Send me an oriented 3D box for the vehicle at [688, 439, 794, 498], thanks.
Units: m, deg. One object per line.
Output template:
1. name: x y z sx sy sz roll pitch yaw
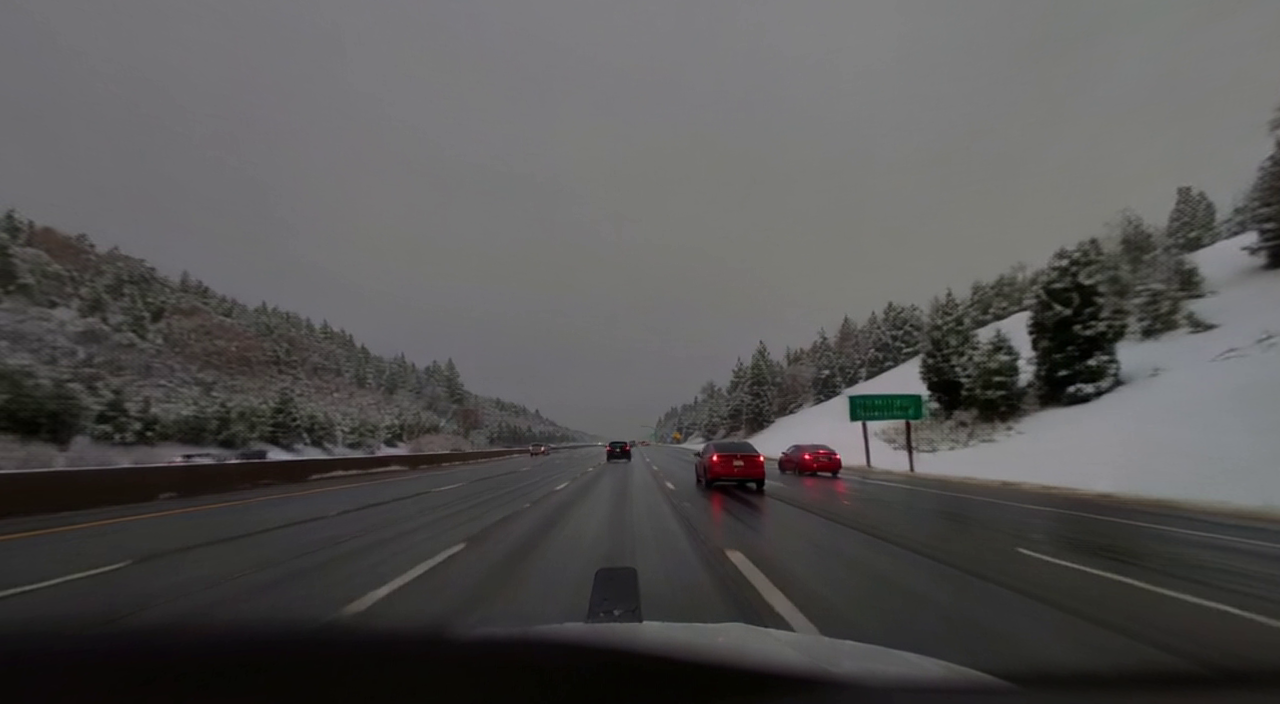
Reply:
1. vehicle: 2.769 3.328 18.572 2.120 1.492 4.734 0 -8 -2

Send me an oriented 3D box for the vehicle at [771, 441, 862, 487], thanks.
1. vehicle: 6.089 3.886 22.357 1.845 1.452 4.352 0 -8 -2

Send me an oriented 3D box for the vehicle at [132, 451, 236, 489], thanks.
1. vehicle: -26.380 6.801 36.806 2.390 1.856 4.803 1 -8 0

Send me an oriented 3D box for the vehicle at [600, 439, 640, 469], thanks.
1. vehicle: -1.129 6.021 37.386 2.277 1.675 4.023 0 -8 0
